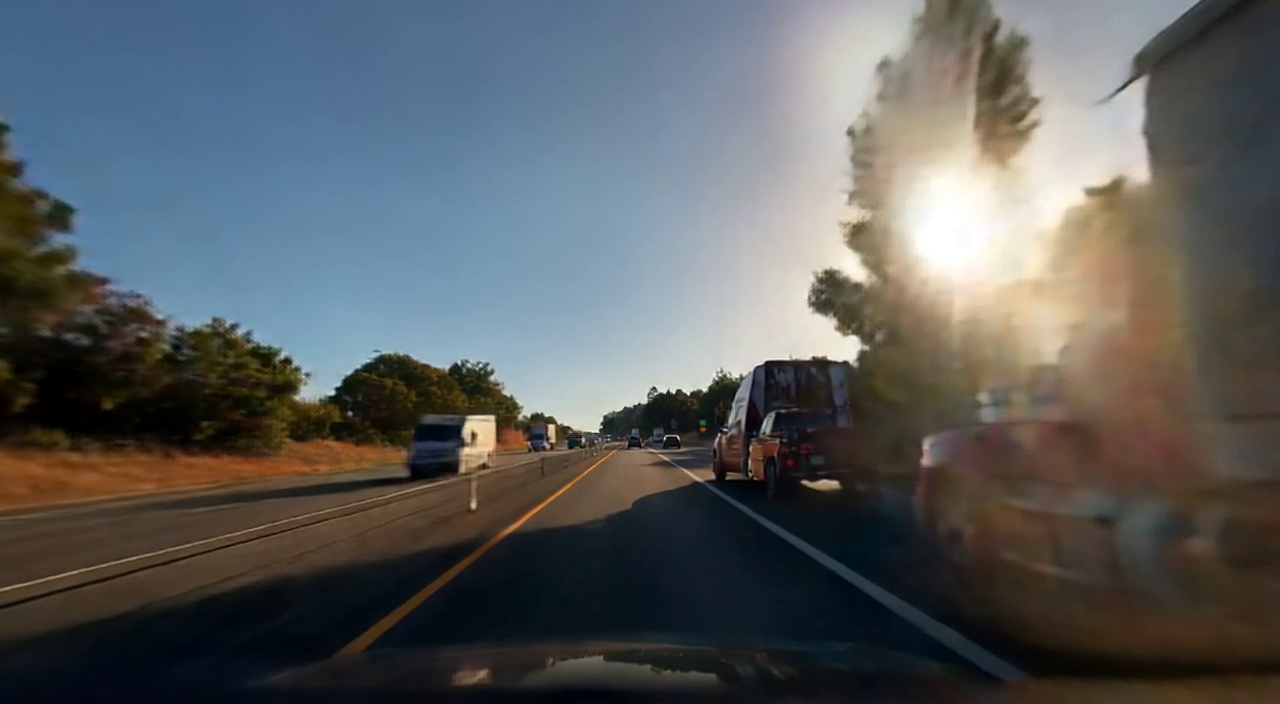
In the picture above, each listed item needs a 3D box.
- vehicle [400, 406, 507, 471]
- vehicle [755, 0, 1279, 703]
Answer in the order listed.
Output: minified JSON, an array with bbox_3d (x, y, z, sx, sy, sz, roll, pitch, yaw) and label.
[{"bbox_3d":[-7.882,3.796,27.698,2.478,2.469,7.439,0,-8,-1],"label":"vehicle"},{"bbox_3d":[3.914,0.013,5.273,3.038,3.975,13.887,0,-8,-1],"label":"vehicle"}]
